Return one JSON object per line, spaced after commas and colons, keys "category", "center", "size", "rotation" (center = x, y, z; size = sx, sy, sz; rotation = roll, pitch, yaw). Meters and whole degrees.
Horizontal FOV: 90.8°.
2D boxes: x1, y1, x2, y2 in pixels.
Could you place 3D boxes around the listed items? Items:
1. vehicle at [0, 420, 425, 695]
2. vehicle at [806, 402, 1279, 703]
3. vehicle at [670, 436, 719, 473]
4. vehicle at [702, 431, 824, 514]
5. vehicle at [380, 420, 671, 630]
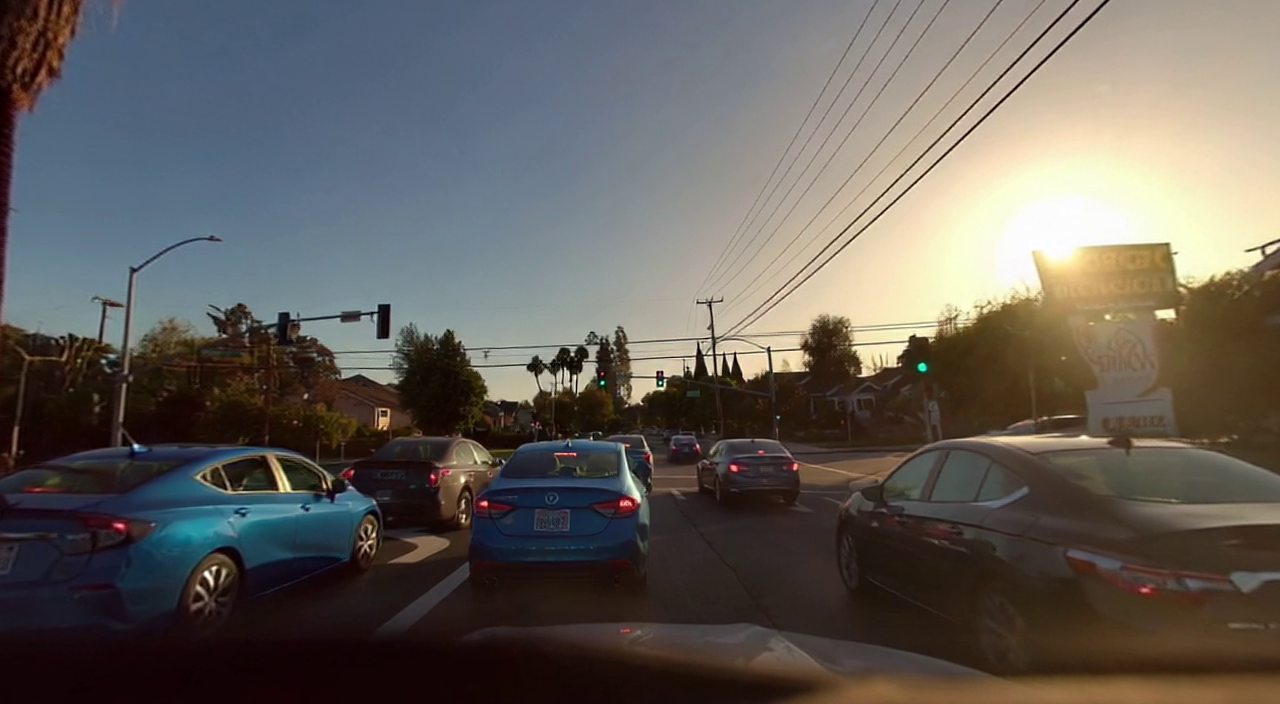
{"category": "vehicle", "center": [-3.665, 1.452, 5.716], "size": [2.058, 1.474, 4.473], "rotation": [0, -9, -3]}
{"category": "vehicle", "center": [2.785, 1.234, 4.427], "size": [2.014, 1.464, 4.312], "rotation": [0, -9, -1]}
{"category": "vehicle", "center": [2.729, 5.263, 32.508], "size": [2.063, 1.750, 4.410], "rotation": [0, -9, -1]}
{"category": "vehicle", "center": [2.658, 2.718, 14.741], "size": [1.956, 1.615, 4.205], "rotation": [0, -9, -1]}
{"category": "vehicle", "center": [-0.864, 1.546, 6.574], "size": [2.104, 1.500, 3.815], "rotation": [0, -9, -1]}
